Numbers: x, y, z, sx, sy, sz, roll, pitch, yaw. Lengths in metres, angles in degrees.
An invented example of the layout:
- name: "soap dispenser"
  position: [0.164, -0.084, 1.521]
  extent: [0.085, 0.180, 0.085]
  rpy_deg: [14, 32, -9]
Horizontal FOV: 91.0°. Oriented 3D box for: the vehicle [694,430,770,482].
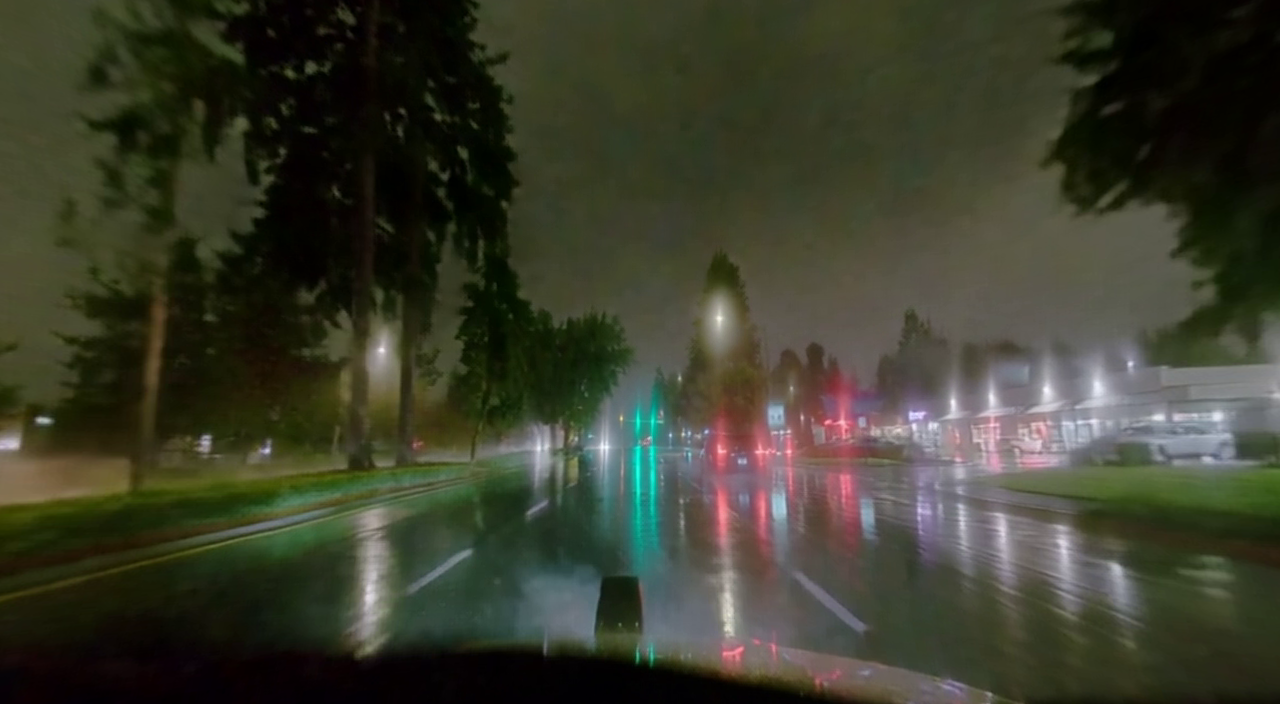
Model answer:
- name: "vehicle"
  position: [3.306, 3.805, 23.422]
  extent: [2.083, 1.743, 4.354]
  rpy_deg: [0, -8, -1]
